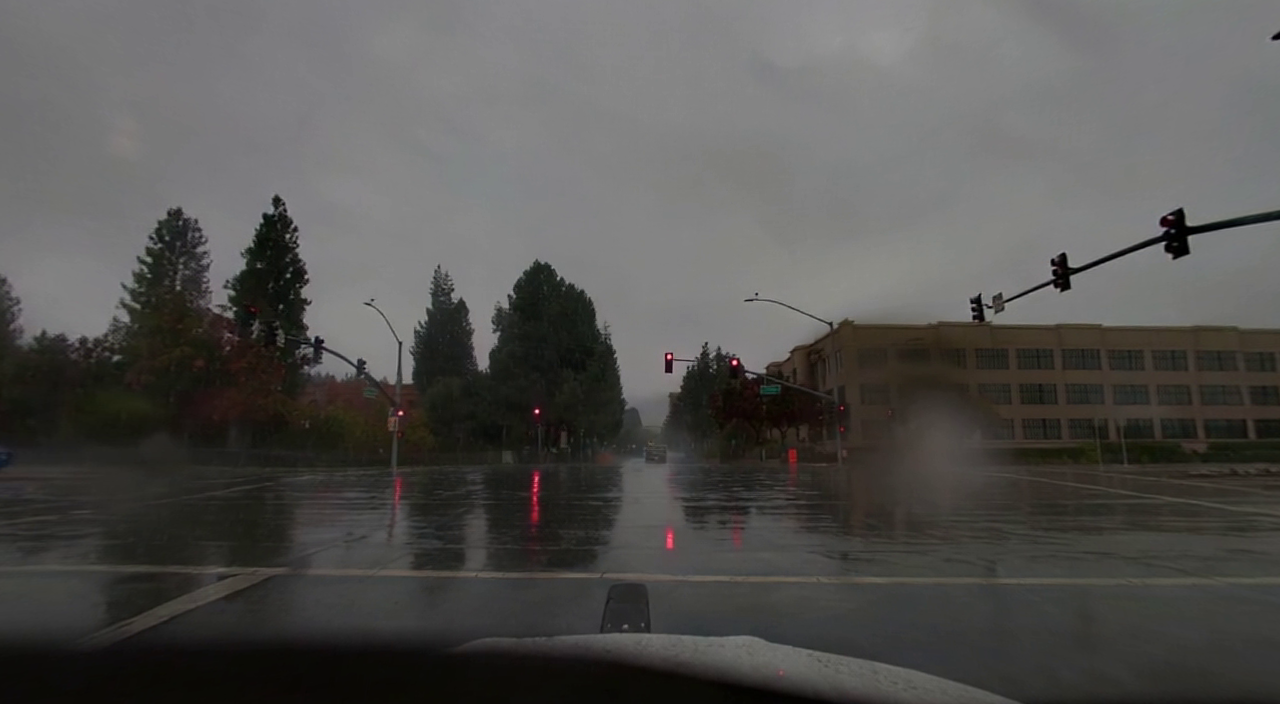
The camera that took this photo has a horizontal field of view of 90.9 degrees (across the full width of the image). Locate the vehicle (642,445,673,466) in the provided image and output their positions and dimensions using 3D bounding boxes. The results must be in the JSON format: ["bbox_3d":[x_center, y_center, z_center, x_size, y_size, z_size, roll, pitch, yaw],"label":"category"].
[{"bbox_3d":[1.257,7.620,46.461,2.132,1.449,4.235,0,-9,0],"label":"vehicle"}]
